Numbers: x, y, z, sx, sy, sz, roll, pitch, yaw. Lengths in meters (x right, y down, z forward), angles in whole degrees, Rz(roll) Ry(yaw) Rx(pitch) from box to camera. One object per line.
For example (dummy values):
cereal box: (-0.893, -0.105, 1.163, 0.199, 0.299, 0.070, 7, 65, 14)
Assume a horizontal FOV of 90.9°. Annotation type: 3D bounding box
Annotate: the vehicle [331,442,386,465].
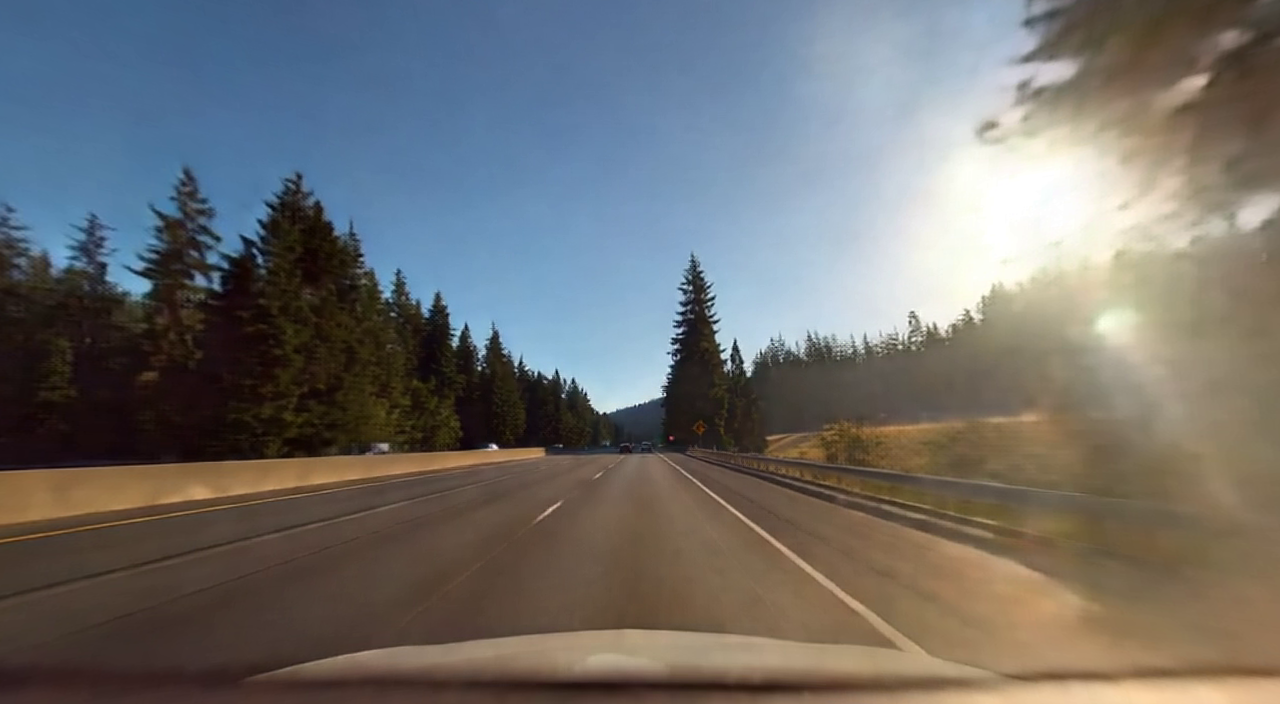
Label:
vehicle: (-20.965, 7.567, 47.151, 1.961, 1.601, 4.497, 0, -8, 1)
